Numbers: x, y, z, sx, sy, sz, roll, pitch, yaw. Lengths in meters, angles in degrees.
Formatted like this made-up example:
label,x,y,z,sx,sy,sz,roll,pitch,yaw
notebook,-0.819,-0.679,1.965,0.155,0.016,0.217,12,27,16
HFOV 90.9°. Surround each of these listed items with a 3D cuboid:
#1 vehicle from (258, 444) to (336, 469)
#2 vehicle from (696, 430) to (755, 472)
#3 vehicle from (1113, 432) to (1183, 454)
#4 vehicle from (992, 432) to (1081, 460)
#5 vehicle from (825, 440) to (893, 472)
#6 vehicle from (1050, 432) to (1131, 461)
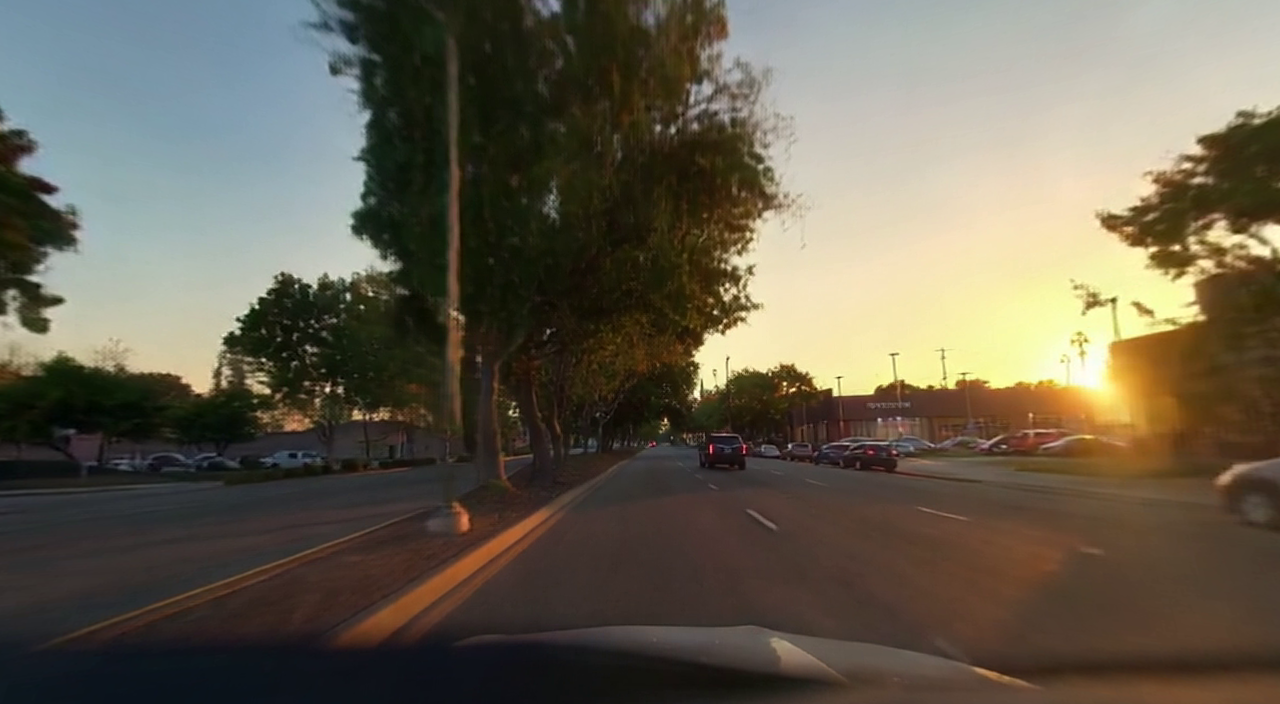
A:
label,x,y,z,sx,sy,sz,roll,pitch,yaw
vehicle,-26.806,8.176,49.374,4.874,1.859,2.019,0,-8,-2
vehicle,4.038,4.795,30.695,2.183,1.845,4.482,0,-8,-1
vehicle,32.964,5.924,41.025,1.563,1.393,3.573,0,-8,0
vehicle,23.202,5.553,37.147,1.926,1.503,4.994,0,-8,-1
vehicle,11.070,5.283,32.220,1.842,1.474,4.456,0,-8,0
vehicle,26.046,5.431,36.586,1.868,1.500,3.853,-1,-7,1
